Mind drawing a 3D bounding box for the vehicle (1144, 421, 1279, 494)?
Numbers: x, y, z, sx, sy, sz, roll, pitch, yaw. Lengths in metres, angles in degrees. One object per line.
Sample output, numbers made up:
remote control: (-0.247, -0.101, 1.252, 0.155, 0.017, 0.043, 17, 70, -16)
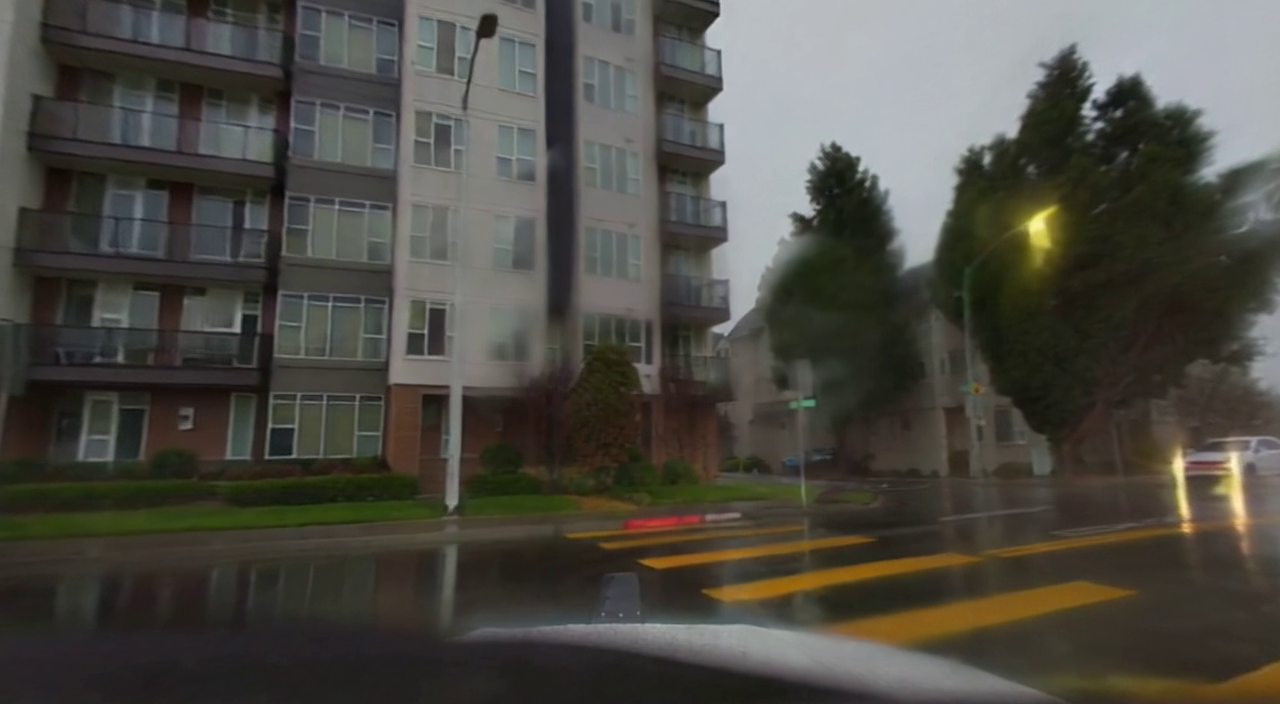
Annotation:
vehicle: (16.787, 2.905, 17.699, 4.619, 1.817, 1.993, 3, -9, -22)
